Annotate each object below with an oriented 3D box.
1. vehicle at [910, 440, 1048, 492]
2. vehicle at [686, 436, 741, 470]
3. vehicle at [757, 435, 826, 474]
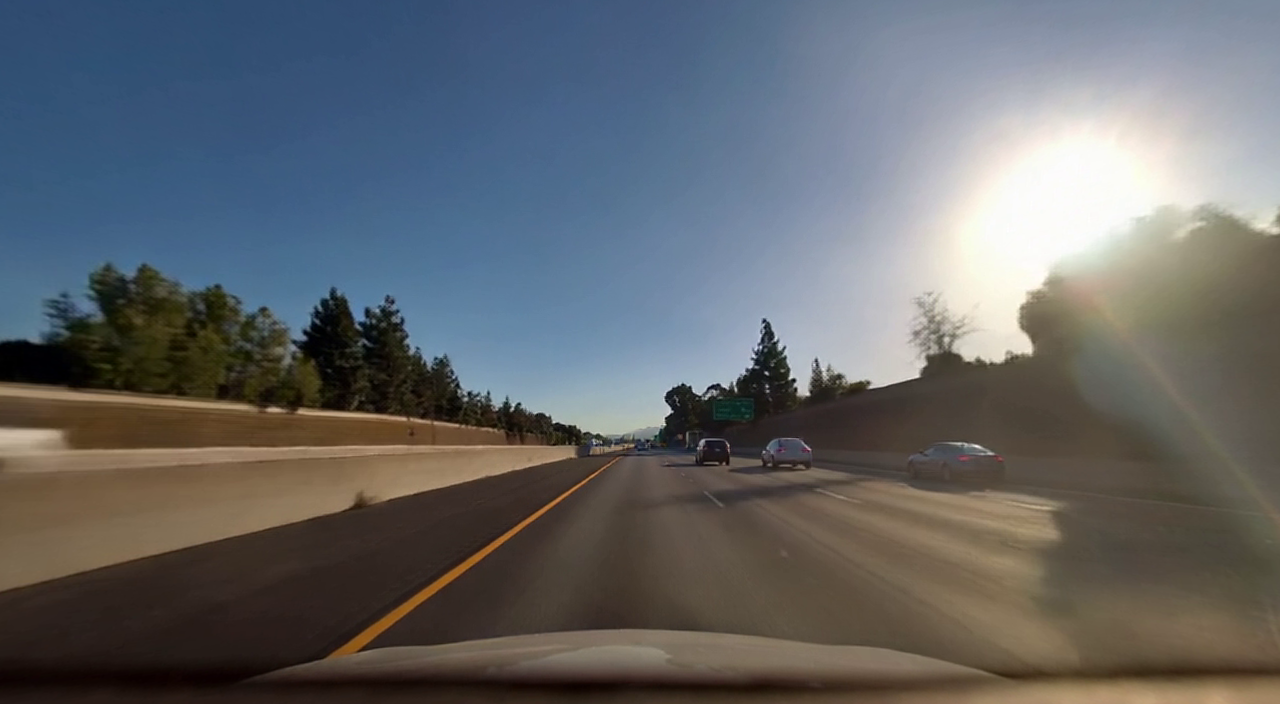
[{"bbox_3d":[10.679,3.600,20.332,1.970,1.479,4.480,0,-8,0],"label":"vehicle"},{"bbox_3d":[3.799,5.312,33.295,2.326,1.644,4.206,0,-8,-1],"label":"vehicle"},{"bbox_3d":[7.230,4.929,30.612,2.178,1.749,4.570,0,-8,-1],"label":"vehicle"}]
